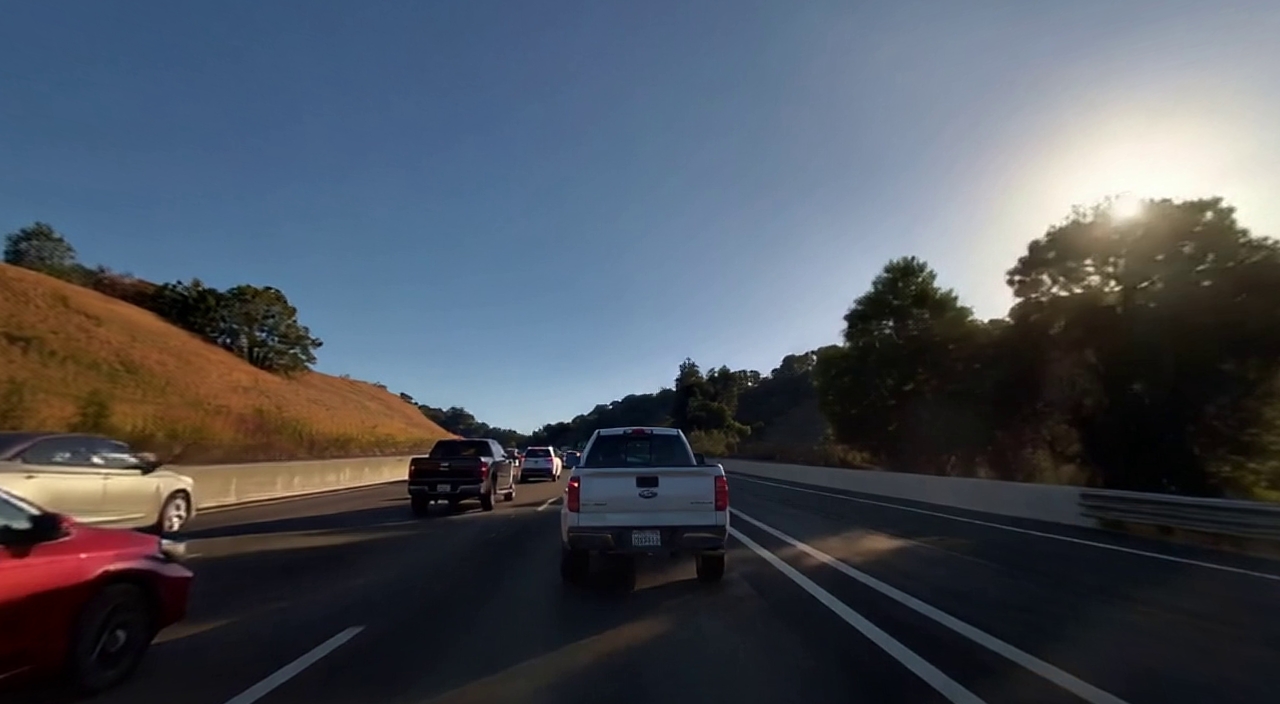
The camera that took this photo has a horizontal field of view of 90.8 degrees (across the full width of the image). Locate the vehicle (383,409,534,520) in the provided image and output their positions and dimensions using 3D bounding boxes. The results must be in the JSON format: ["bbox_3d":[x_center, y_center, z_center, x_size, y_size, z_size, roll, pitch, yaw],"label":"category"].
[{"bbox_3d":[-3.950,2.574,14.790,2.055,2.144,4.782,-1,-9,1],"label":"vehicle"}]

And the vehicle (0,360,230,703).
[{"bbox_3d":[-3.872,0.779,1.869,2.205,1.719,4.595,0,-9,0],"label":"vehicle"}]

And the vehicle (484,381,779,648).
[{"bbox_3d":[-0.095,1.359,6.073,1.995,1.798,3.380,0,-9,-1],"label":"vehicle"}]
